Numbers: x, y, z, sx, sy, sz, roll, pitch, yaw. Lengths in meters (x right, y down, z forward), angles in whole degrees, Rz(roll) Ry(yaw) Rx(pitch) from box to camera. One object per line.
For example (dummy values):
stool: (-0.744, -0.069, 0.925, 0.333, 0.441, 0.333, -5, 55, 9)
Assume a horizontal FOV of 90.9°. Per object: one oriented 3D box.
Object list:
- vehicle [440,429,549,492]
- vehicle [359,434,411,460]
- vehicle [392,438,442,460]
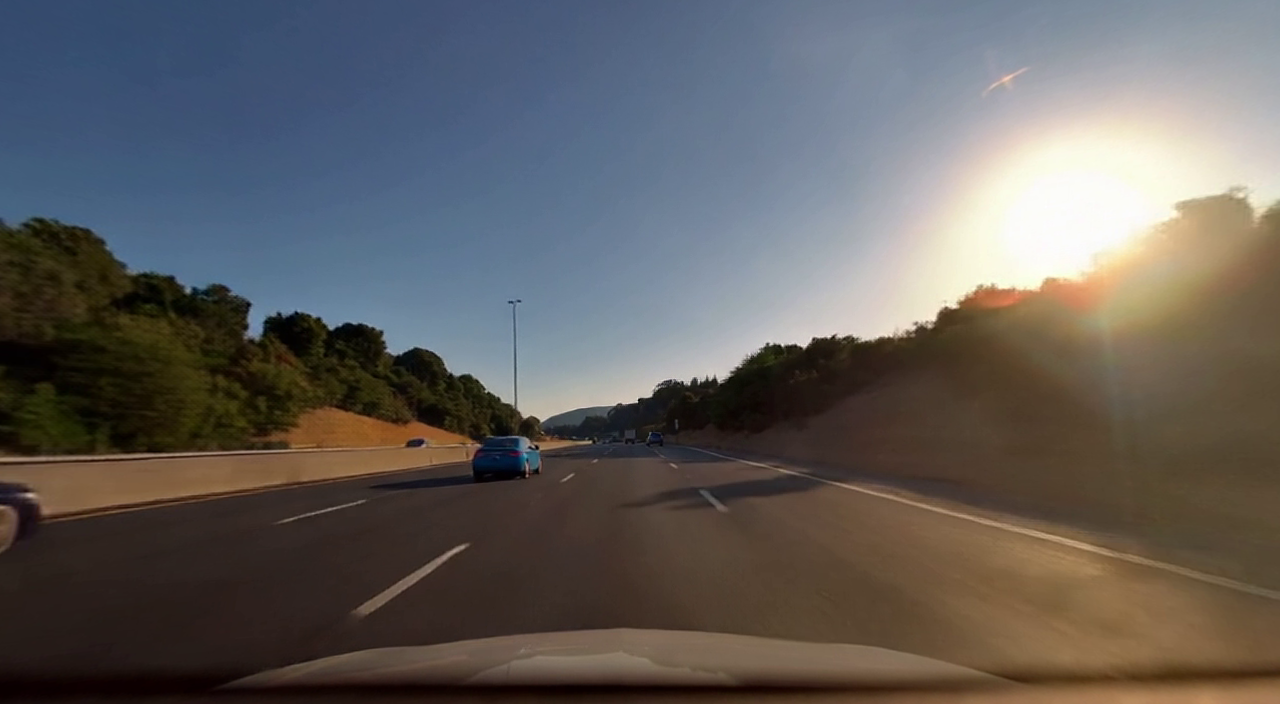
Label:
vehicle: (-3.862, 2.943, 17.543, 2.026, 1.517, 4.325, 0, -8, 0)
vehicle: (-19.589, 7.316, 48.557, 2.055, 1.884, 4.669, 0, -8, 0)
vehicle: (-16.246, 7.052, 46.187, 1.943, 1.514, 4.685, 0, -8, 0)
